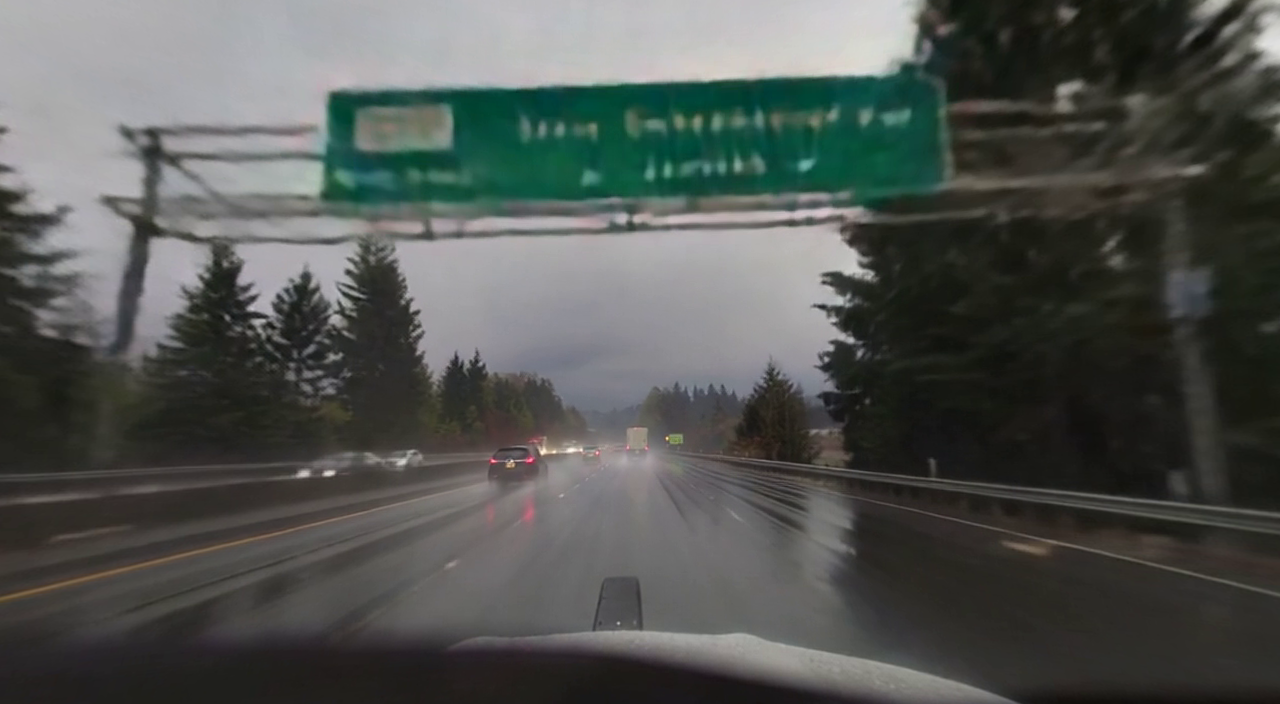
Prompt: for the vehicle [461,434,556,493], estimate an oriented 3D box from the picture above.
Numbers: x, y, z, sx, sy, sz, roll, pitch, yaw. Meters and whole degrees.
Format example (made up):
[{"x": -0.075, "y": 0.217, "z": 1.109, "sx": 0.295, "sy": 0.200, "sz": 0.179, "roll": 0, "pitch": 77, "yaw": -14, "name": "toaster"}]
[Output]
[{"x": -4.097, "y": 3.561, "z": 20.321, "sx": 2.151, "sy": 1.693, "sz": 4.201, "roll": 0, "pitch": -9, "yaw": 0, "name": "vehicle"}]
